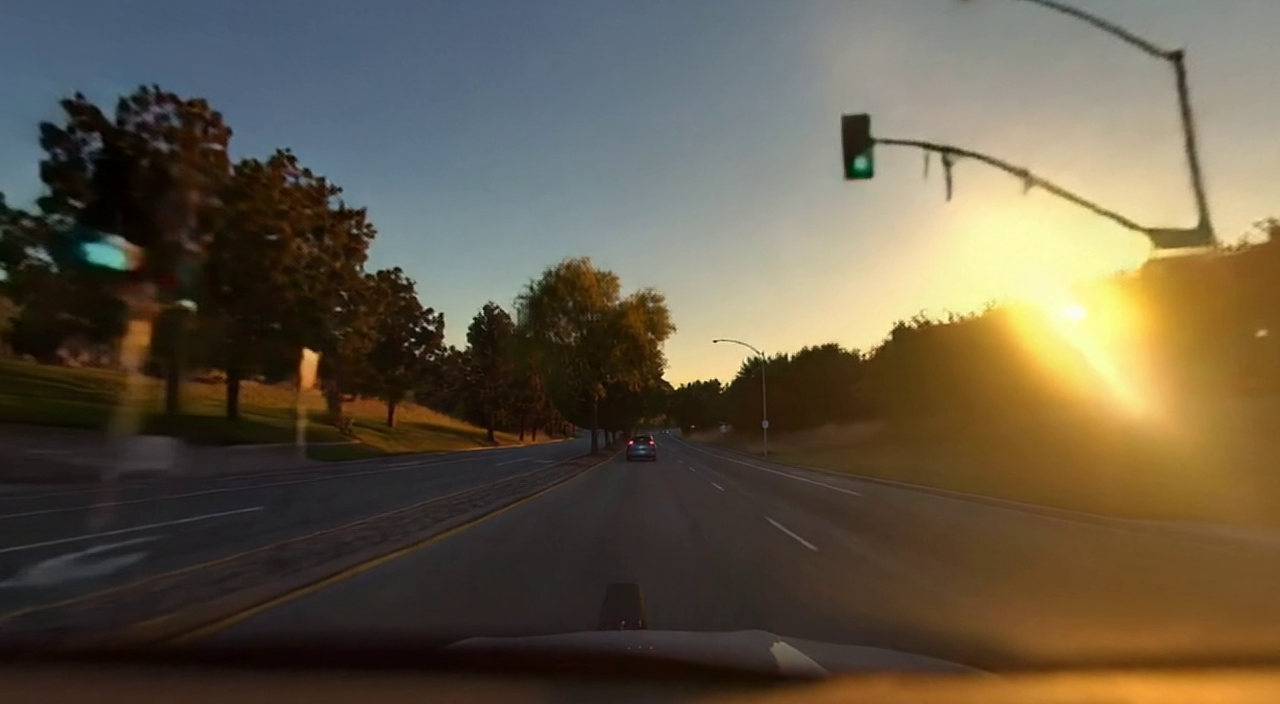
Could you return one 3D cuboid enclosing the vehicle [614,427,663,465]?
[{"bbox_3d":[-0.066,4.676,31.111,2.256,1.734,4.176,0,-9,0],"label":"vehicle"}]
